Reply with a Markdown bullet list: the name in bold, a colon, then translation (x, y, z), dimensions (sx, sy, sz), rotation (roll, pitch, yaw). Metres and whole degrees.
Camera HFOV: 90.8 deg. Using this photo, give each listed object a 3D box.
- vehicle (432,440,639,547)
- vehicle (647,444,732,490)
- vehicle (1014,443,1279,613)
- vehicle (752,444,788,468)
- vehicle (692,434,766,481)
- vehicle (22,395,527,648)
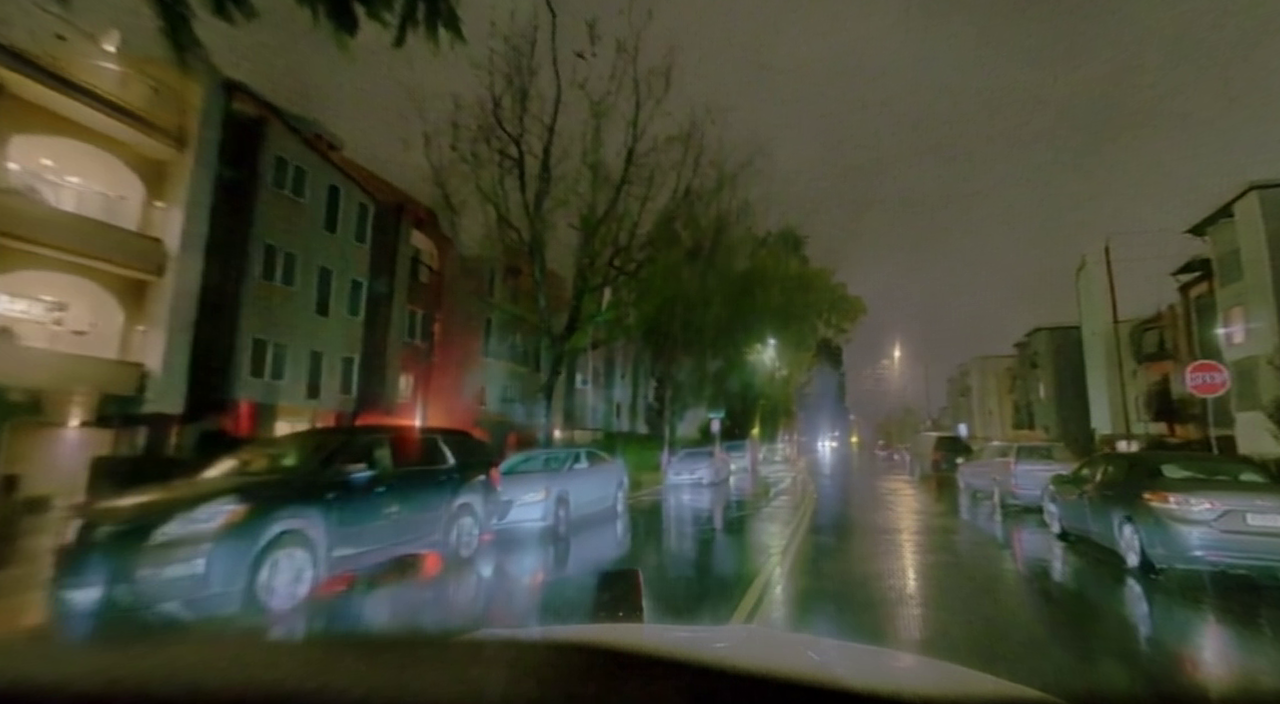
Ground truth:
- **vehicle**: translation (-1.599, 2.398, 11.635), dimensions (1.902, 1.478, 4.696), rotation (-3, -8, 16)
- **vehicle**: translation (1.879, 4.052, 22.672), dimensions (1.921, 1.463, 4.313), rotation (-3, -9, 20)
- **vehicle**: translation (6.277, 1.829, 7.551), dimensions (2.084, 1.441, 4.402), rotation (-2, -9, 17)
- **vehicle**: translation (8.729, 6.875, 42.045), dimensions (1.939, 1.513, 4.401), rotation (-2, -9, 16)
- **vehicle**: translation (4.157, 4.696, 28.616), dimensions (2.229, 1.869, 5.791), rotation (-4, -8, 18)
- **vehicle**: translation (-3.199, 1.535, 6.917), dimensions (1.946, 1.744, 4.584), rotation (-3, -9, 17)
